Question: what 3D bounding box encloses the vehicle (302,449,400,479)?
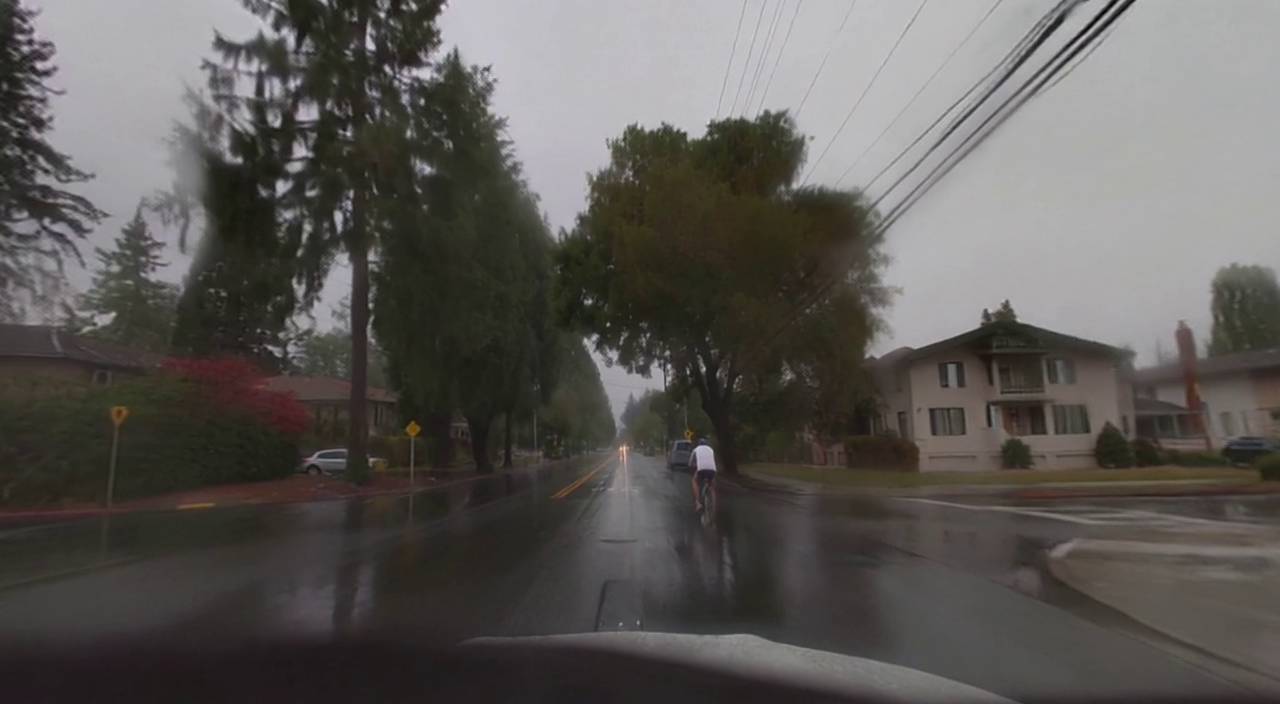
[{"bbox_3d":[-14.669,5.695,32.239,4.143,1.480,1.755,0,-9,-2],"label":"vehicle"}]
